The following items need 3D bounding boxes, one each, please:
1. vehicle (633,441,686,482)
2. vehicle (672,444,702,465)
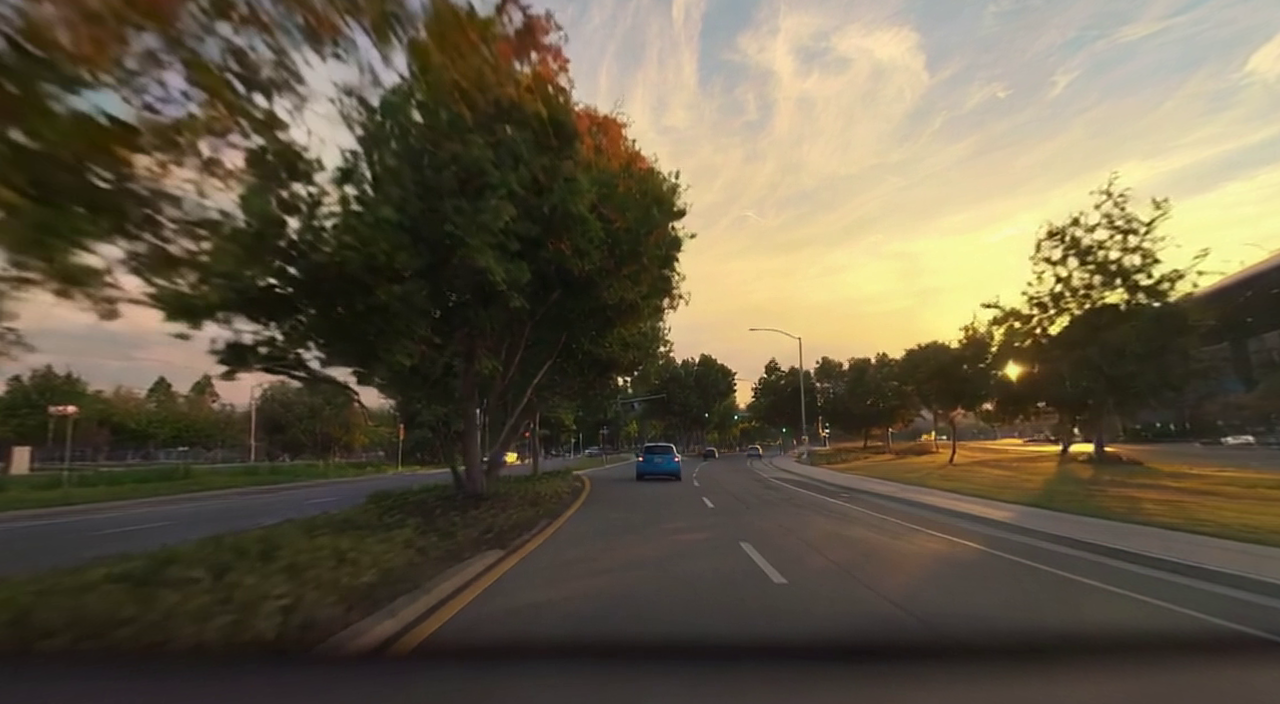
[{"bbox_3d":[0.855,4.450,25.922,2.010,1.535,3.735,-1,-8,4],"label":"vehicle"},{"bbox_3d":[3.553,7.627,47.210,2.001,1.479,4.387,-1,-8,7],"label":"vehicle"}]
